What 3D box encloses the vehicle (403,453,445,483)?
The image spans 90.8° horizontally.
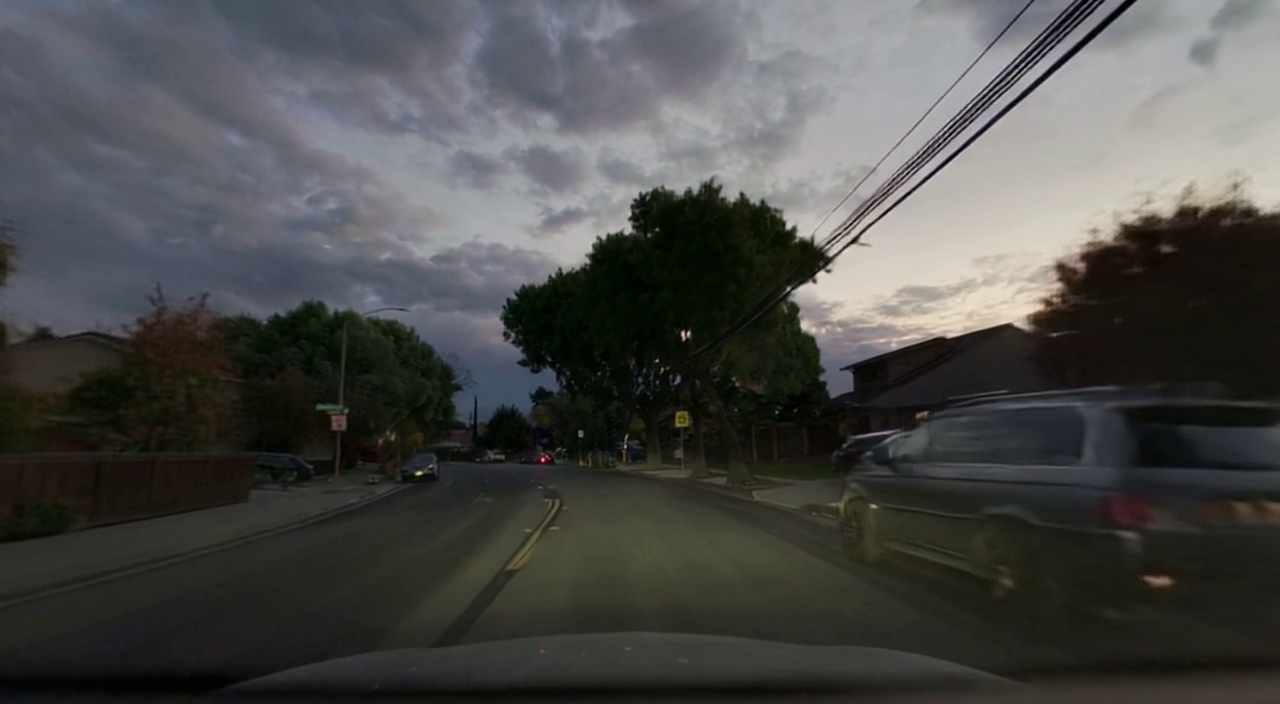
[{"bbox_3d":[-11.850,6.346,34.828,1.902,1.434,4.313,2,-9,-15],"label":"vehicle"}]

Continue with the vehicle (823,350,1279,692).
[{"bbox_3d":[3.704,1.313,6.119,2.214,1.962,4.733,0,-9,-3],"label":"vehicle"}]
